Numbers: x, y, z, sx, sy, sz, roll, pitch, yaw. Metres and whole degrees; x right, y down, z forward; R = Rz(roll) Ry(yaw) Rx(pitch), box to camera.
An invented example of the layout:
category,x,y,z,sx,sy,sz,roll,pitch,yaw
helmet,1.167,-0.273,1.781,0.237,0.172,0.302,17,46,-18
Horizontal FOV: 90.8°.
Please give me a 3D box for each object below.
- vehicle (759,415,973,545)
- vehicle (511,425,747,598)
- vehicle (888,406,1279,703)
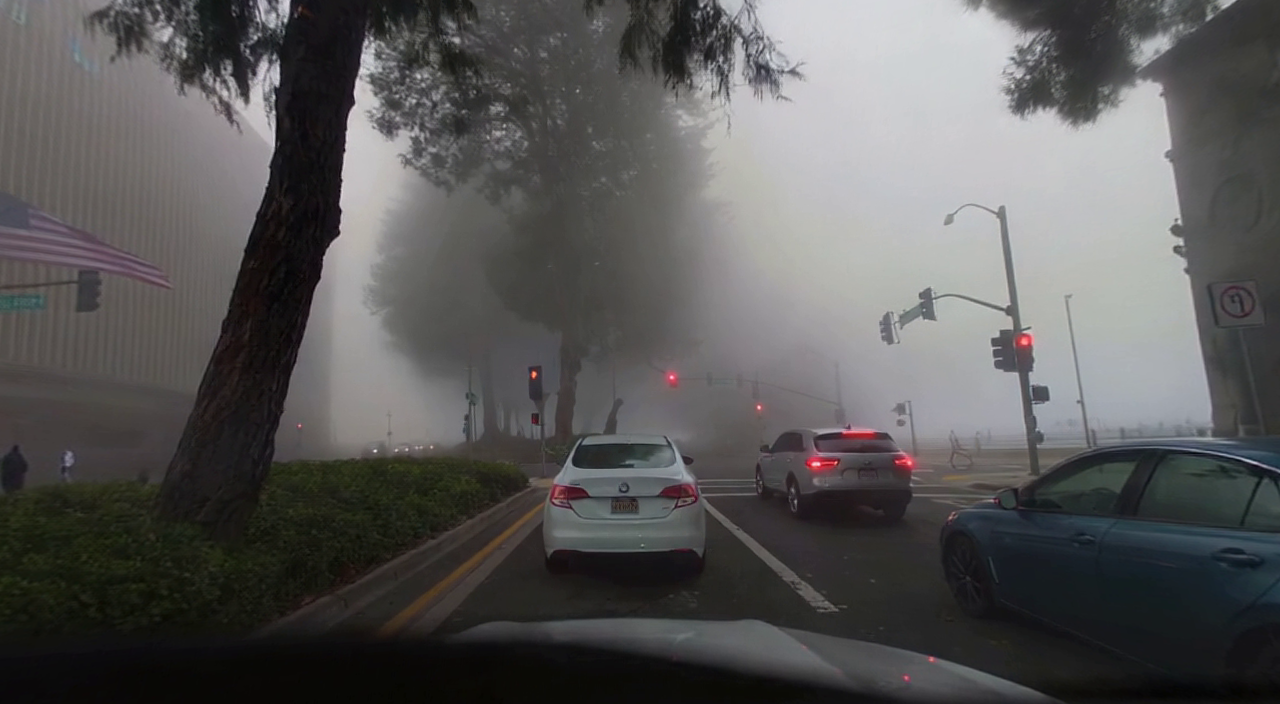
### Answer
category,x,y,z,sx,sy,sz,roll,pitch,yaw
vehicle,3.501,2.081,10.929,1.978,1.738,4.599,0,-8,0
vehicle,-0.106,1.706,7.571,2.096,1.521,3.747,0,-8,0
vehicle,3.382,1.180,4.006,1.833,1.465,4.258,0,-8,-1
